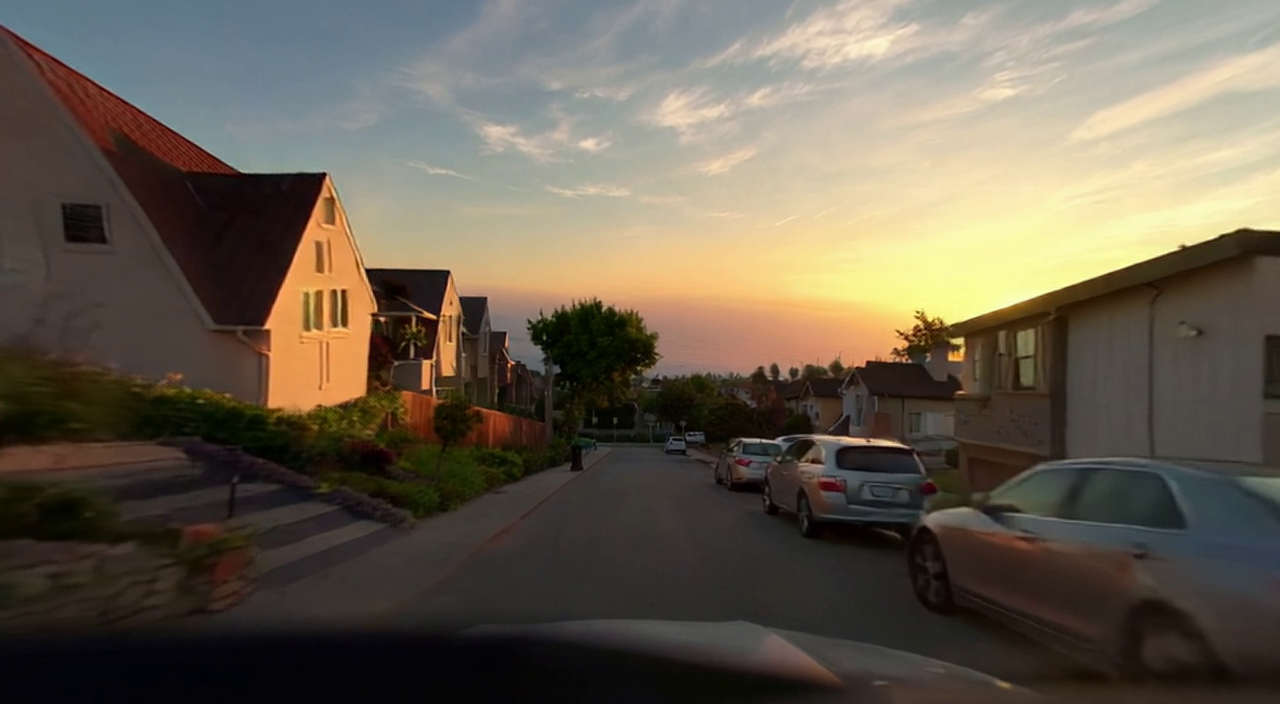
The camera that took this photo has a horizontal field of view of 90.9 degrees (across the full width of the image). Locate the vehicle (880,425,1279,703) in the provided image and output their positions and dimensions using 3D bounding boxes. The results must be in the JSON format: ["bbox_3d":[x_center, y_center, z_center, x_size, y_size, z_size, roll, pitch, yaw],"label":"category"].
[{"bbox_3d":[3.293,1.262,4.217,1.721,1.477,3.965,0,-8,-1],"label":"vehicle"}]

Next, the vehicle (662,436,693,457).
[{"bbox_3d":[2.806,7.162,48.074,1.955,1.498,4.046,0,-8,-2],"label":"vehicle"}]

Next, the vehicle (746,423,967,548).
[{"bbox_3d":[3.194,2.038,10.497,2.006,1.603,4.553,0,-8,-1],"label":"vehicle"}]
